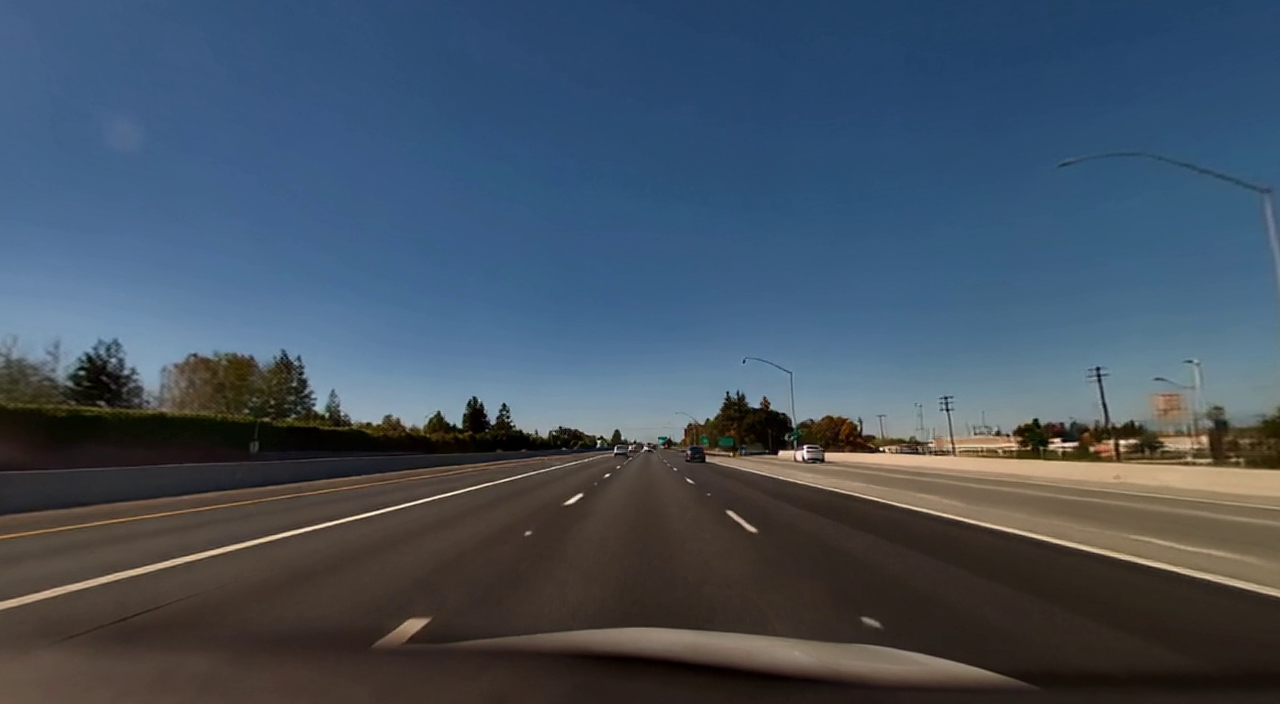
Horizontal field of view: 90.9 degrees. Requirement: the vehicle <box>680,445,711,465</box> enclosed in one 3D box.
[{"bbox_3d":[4.166,7.790,47.888,1.912,1.478,4.125,0,-8,0],"label":"vehicle"}]
